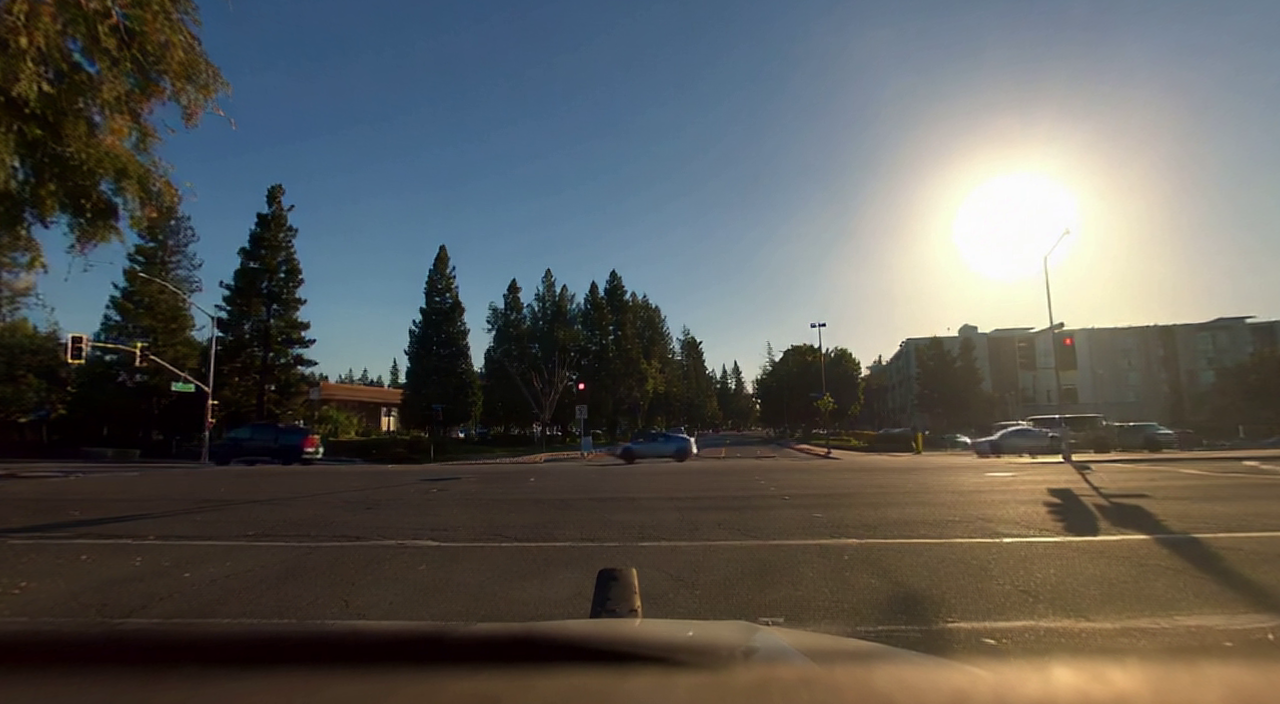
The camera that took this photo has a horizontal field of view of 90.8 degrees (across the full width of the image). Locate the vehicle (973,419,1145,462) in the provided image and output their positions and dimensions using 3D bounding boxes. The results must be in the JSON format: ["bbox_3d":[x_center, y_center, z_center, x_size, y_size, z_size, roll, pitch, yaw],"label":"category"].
[{"bbox_3d":[15.026,3.214,22.947,4.749,1.461,1.892,-1,-9,9],"label":"vehicle"}]

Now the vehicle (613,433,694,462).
[{"bbox_3d":[0.790,5.437,36.094,4.370,1.592,1.886,-2,-9,10],"label":"vehicle"}]

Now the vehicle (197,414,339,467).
[{"bbox_3d":[-23.959,5.735,40.813,7.790,3.197,2.653,-1,-9,9],"label":"vehicle"}]
